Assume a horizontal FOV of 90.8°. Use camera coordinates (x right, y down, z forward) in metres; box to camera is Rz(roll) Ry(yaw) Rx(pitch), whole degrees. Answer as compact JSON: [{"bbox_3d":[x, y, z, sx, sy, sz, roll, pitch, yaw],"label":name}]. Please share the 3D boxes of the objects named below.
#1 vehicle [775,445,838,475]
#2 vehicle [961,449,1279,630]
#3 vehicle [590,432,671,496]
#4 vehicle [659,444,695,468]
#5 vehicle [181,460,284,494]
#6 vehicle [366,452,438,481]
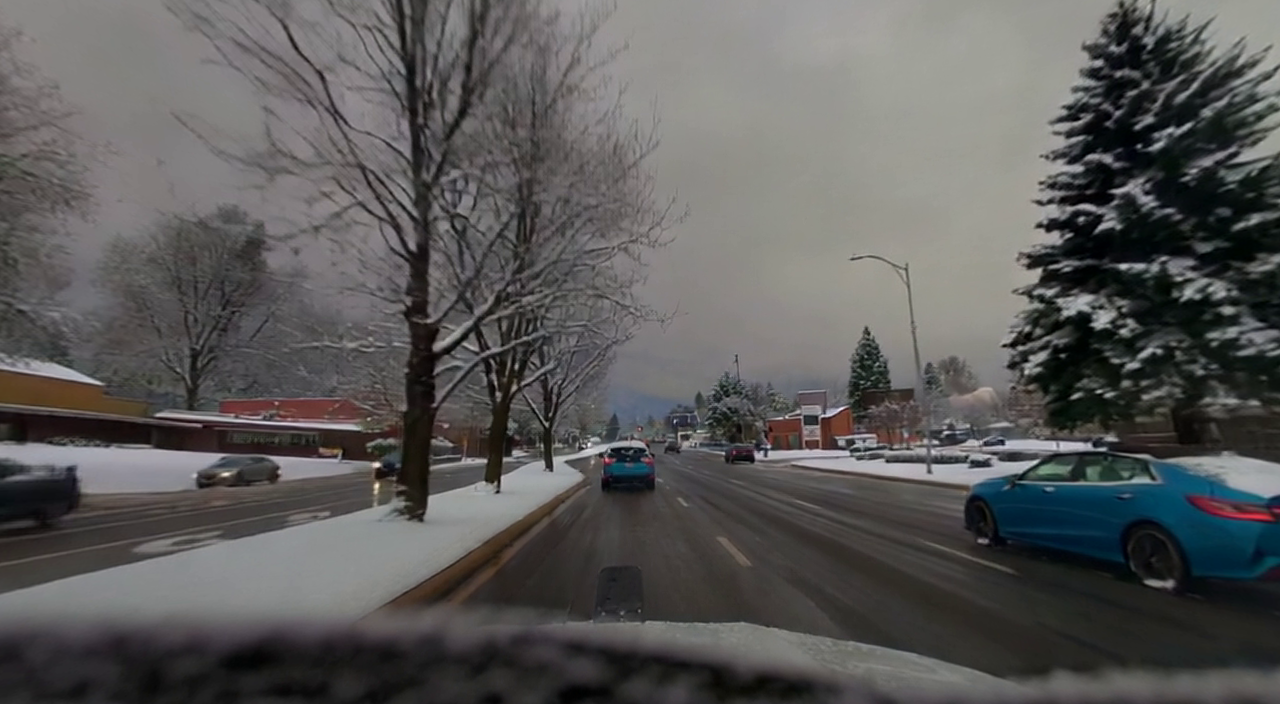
[{"bbox_3d":[8.771,5.751,33.638,2.045,1.484,4.342,0,-9,-2],"label":"vehicle"},{"bbox_3d":[5.709,1.709,6.667,2.258,1.294,4.312,0,-9,-2],"label":"vehicle"},{"bbox_3d":[-0.302,3.457,19.716,2.266,1.762,4.131,0,-9,-1],"label":"vehicle"},{"bbox_3d":[2.411,6.939,42.195,2.078,1.471,4.142,0,-9,-2],"label":"vehicle"},{"bbox_3d":[-19.835,6.088,31.048,1.879,1.513,4.466,-1,-9,4],"label":"vehicle"},{"bbox_3d":[-13.341,6.441,35.822,2.217,1.519,4.724,0,-9,0],"label":"vehicle"}]
